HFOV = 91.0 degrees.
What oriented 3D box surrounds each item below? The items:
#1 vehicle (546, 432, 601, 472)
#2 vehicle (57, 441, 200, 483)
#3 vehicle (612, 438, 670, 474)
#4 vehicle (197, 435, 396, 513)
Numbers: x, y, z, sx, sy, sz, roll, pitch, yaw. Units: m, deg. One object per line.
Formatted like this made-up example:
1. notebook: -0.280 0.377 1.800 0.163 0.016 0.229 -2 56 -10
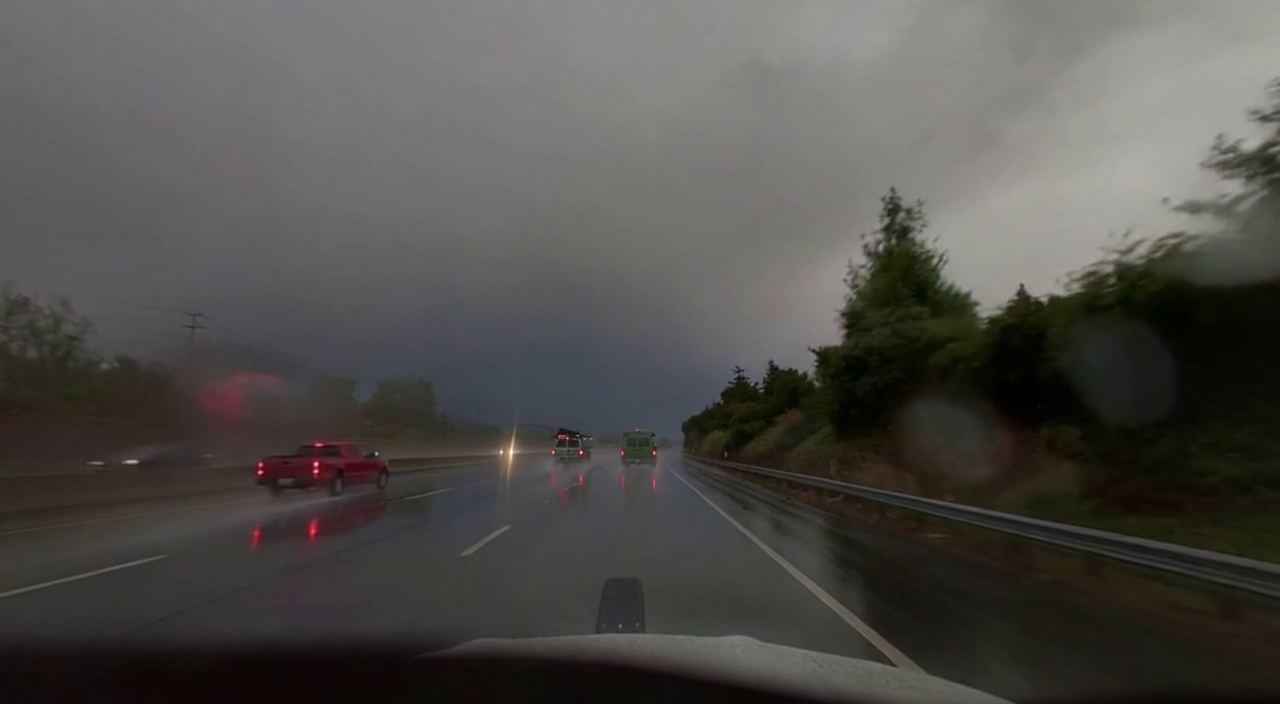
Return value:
1. vehicle: -3.472 5.380 33.966 2.250 1.947 4.860 0 -9 2
2. vehicle: -21.773 4.692 27.144 2.029 1.630 4.827 0 -9 1
3. vehicle: 0.098 5.265 32.205 2.715 1.669 5.163 0 -9 1
4. vehicle: -7.788 2.786 14.907 2.149 1.526 4.361 0 -9 1
